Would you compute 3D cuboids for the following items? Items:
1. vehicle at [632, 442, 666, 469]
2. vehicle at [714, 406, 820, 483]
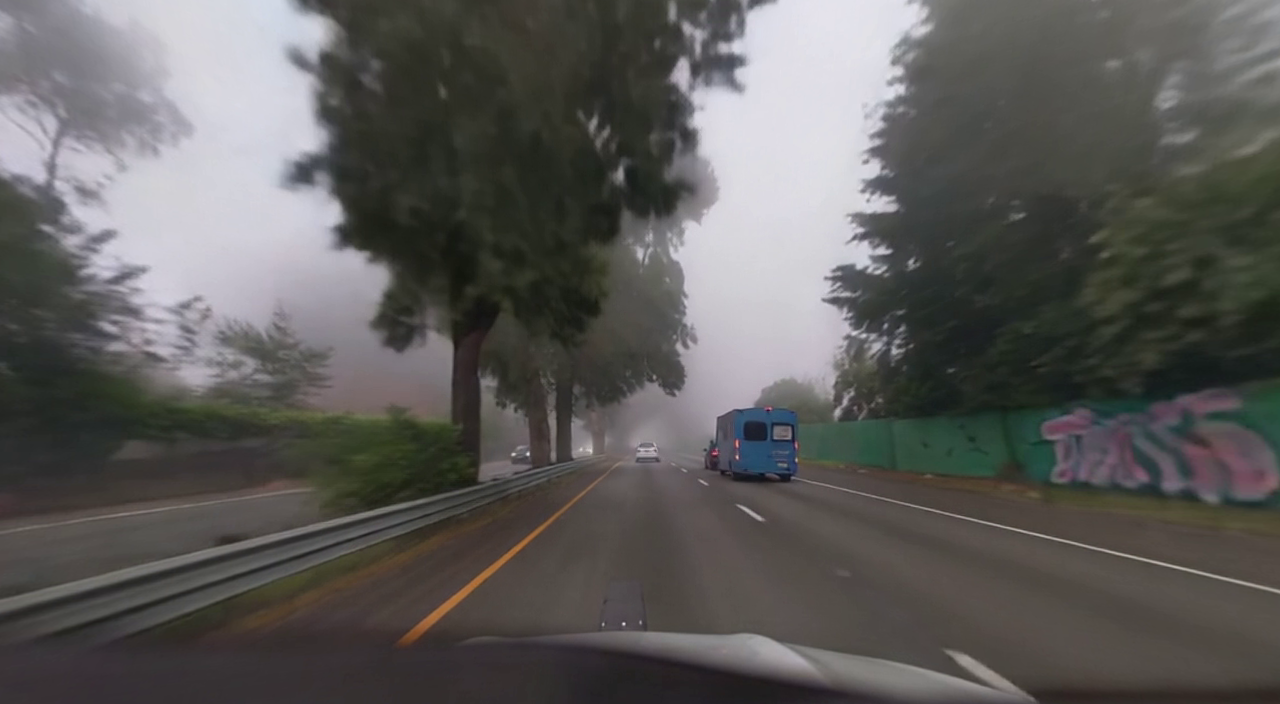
[{"bbox_3d":[0.530,6.418,39.325,2.030,1.572,4.067,0,-8,0],"label":"vehicle"},{"bbox_3d":[4.837,3.737,25.487,2.712,2.659,6.992,0,-8,-1],"label":"vehicle"}]
